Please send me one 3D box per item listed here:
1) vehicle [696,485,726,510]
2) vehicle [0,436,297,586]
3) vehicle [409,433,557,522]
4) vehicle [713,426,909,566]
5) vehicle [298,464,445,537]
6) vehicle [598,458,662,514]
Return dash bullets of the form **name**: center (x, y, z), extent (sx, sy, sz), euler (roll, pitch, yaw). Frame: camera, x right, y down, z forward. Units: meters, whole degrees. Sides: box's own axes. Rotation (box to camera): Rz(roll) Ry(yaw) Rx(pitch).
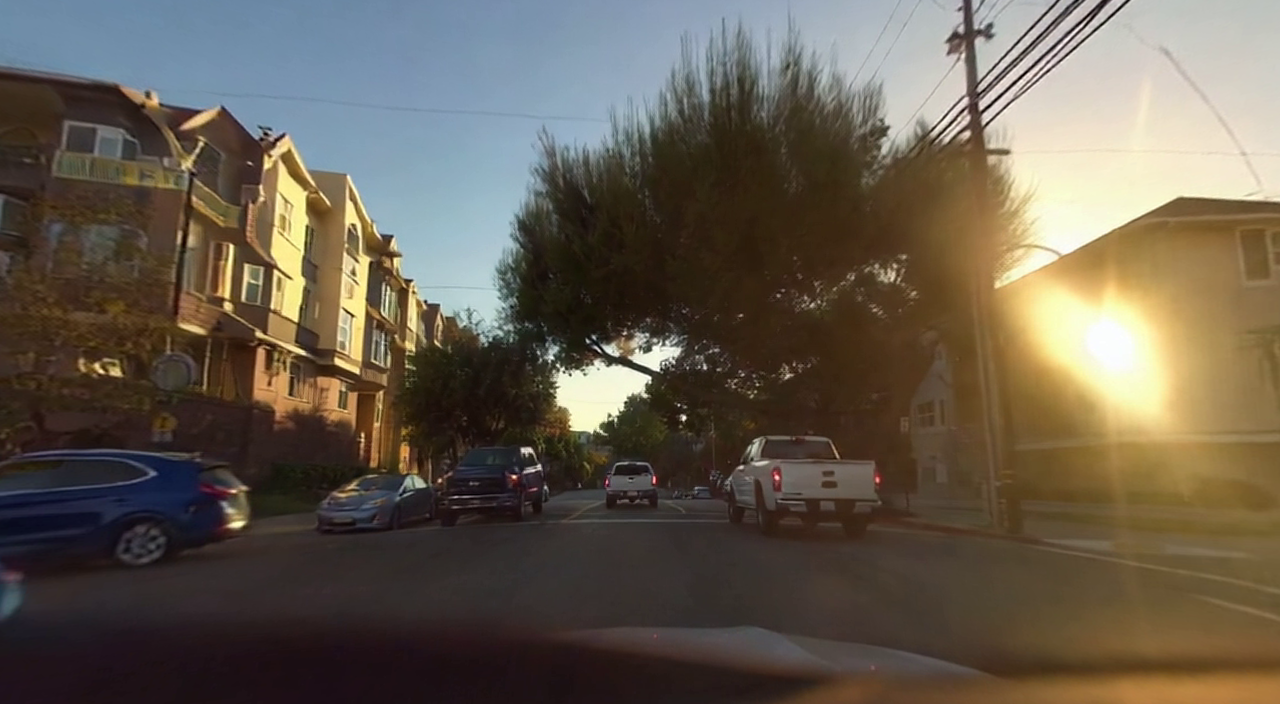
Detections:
- **vehicle**: center (5.153, 10.593, 46.137), extent (1.725, 1.442, 3.740), euler (0, -8, 0)
- **vehicle**: center (-7.381, 1.985, 8.360), extent (4.564, 1.696, 2.024), euler (3, -9, -16)
- **vehicle**: center (-3.705, 3.338, 16.421), extent (2.330, 1.859, 6.068), euler (0, -13, -1)
- **vehicle**: center (2.657, 2.347, 11.217), extent (2.027, 1.907, 4.736), euler (0, -8, -2)
- **vehicle**: center (-6.662, 3.698, 16.281), extent (1.881, 1.464, 4.379), euler (0, -8, 0)
- **vehicle**: center (-0.339, 5.350, 24.908), extent (2.308, 1.940, 4.125), euler (-1, -14, 1)
